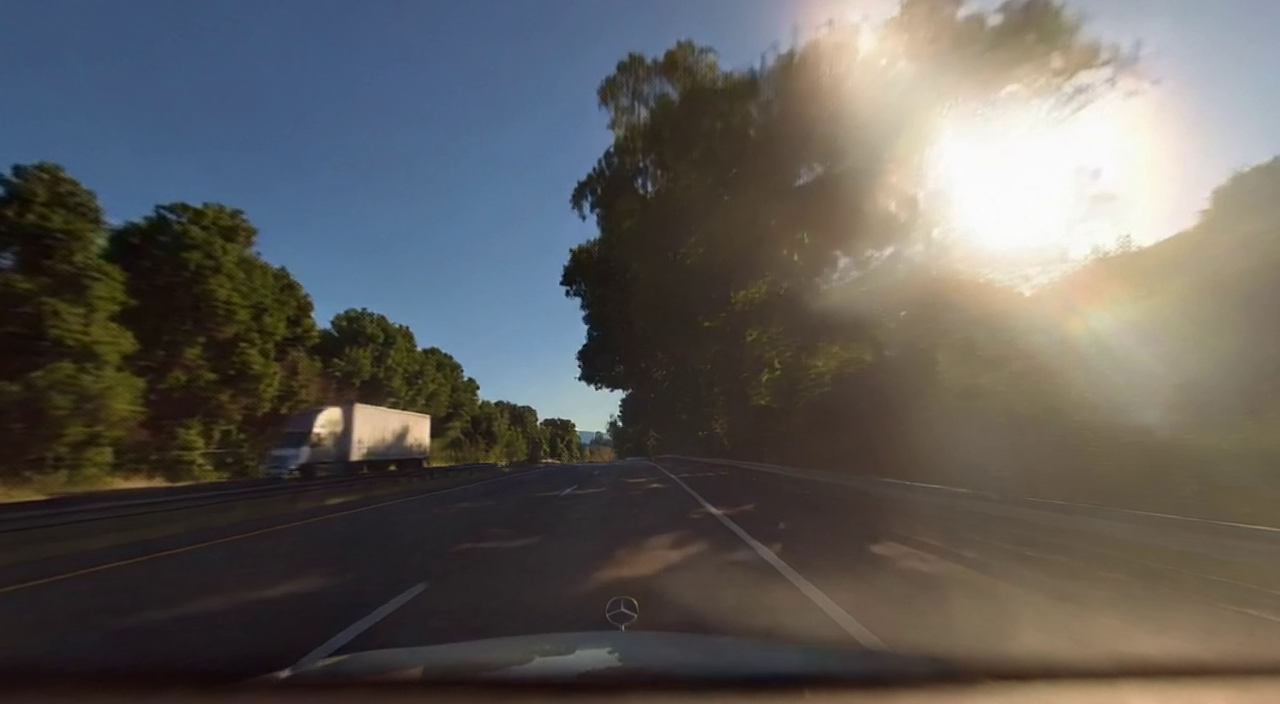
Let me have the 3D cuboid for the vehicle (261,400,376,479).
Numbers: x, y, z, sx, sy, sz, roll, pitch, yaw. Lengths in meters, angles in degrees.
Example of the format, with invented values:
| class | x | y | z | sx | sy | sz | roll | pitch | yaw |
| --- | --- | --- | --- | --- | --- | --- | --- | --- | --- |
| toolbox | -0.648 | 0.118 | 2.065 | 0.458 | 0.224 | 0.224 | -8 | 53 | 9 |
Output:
| class | x | y | z | sx | sy | sz | roll | pitch | yaw |
| --- | --- | --- | --- | --- | --- | --- | --- | --- | --- |
| vehicle | -17.300 | 4.784 | 34.439 | 3.023 | 3.905 | 5.914 | 0 | -9 | 0 |
